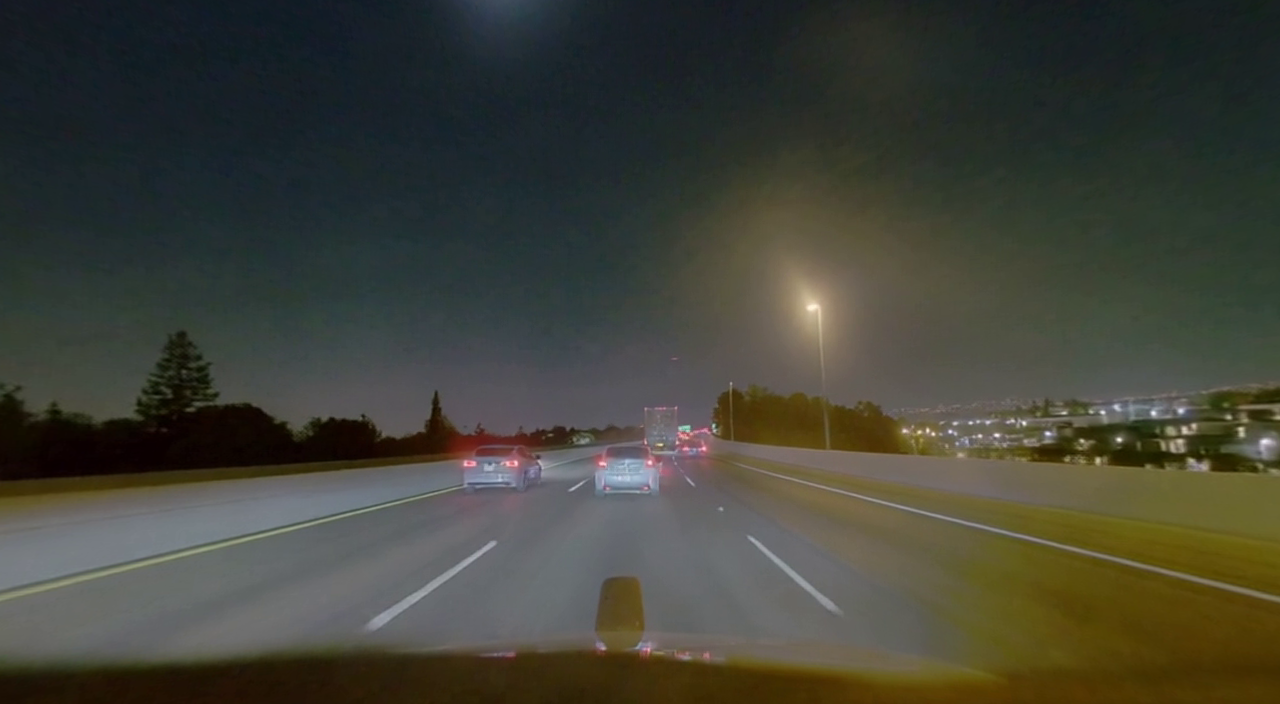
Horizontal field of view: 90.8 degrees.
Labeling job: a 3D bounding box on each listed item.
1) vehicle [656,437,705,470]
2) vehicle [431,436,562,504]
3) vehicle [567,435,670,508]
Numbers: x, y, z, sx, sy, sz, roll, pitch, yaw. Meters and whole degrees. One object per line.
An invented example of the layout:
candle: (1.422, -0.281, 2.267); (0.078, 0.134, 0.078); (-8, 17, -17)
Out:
vehicle: (2.130, 5.547, 34.676); (2.166, 1.666, 4.618); (0, -9, -3)
vehicle: (-3.500, 3.008, 16.563); (2.130, 1.474, 5.027); (-1, -9, 2)
vehicle: (-0.401, 2.777, 15.086); (2.136, 1.470, 3.971); (-1, -9, 1)
